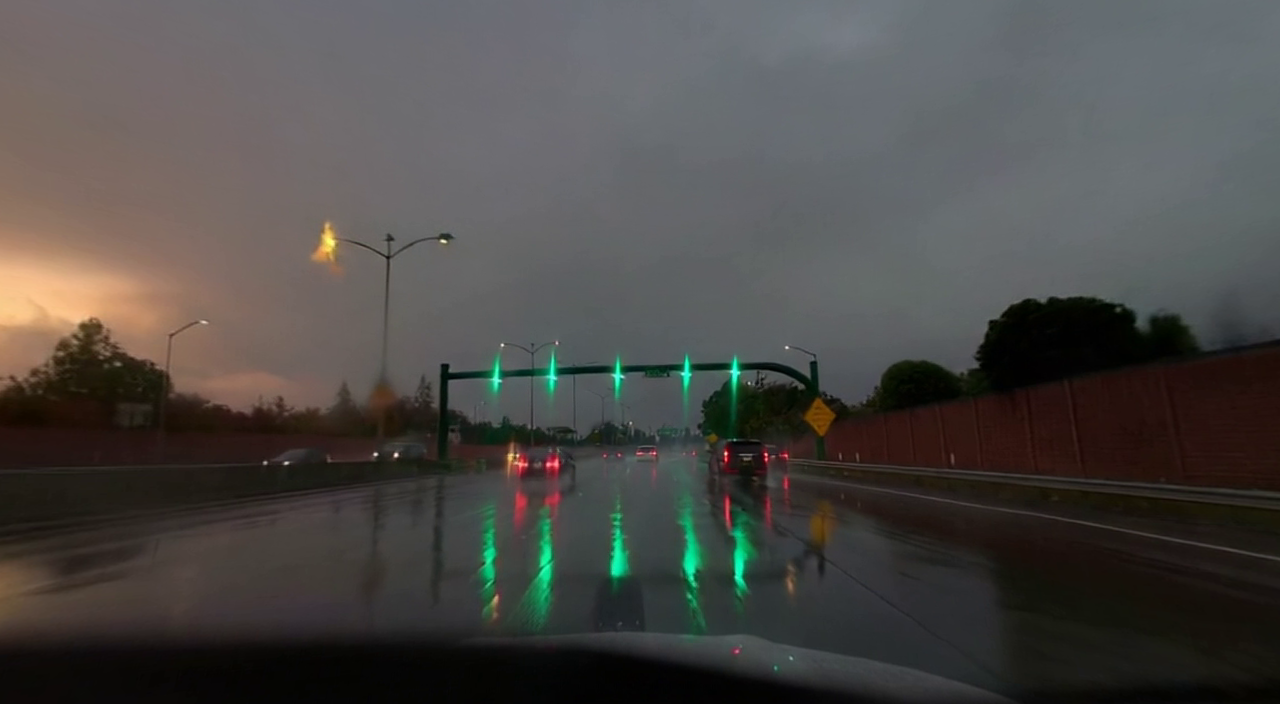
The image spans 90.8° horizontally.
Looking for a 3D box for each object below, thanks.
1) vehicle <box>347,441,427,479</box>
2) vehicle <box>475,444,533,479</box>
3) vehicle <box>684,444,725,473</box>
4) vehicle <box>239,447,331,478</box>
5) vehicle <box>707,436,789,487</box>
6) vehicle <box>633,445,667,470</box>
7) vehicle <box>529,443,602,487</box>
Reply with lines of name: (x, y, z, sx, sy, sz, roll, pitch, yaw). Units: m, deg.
vehicle: (-12.197, 5.220, 30.803, 1.958, 1.693, 4.534, 0, -8, 1)
vehicle: (-6.231, 5.047, 29.296, 1.835, 1.504, 3.612, 0, -8, 1)
vehicle: (3.934, 6.589, 39.284, 2.146, 1.658, 4.318, 0, -8, 1)
vehicle: (-18.632, 5.805, 33.468, 2.037, 1.489, 4.795, 0, -8, 1)
vehicle: (3.969, 4.093, 24.041, 2.320, 1.735, 4.408, 0, -8, 0)
vehicle: (0.739, 7.802, 47.048, 2.408, 1.748, 4.217, 0, -8, 1)
vehicle: (-2.723, 4.247, 24.183, 2.130, 1.514, 4.766, 0, -8, 1)
